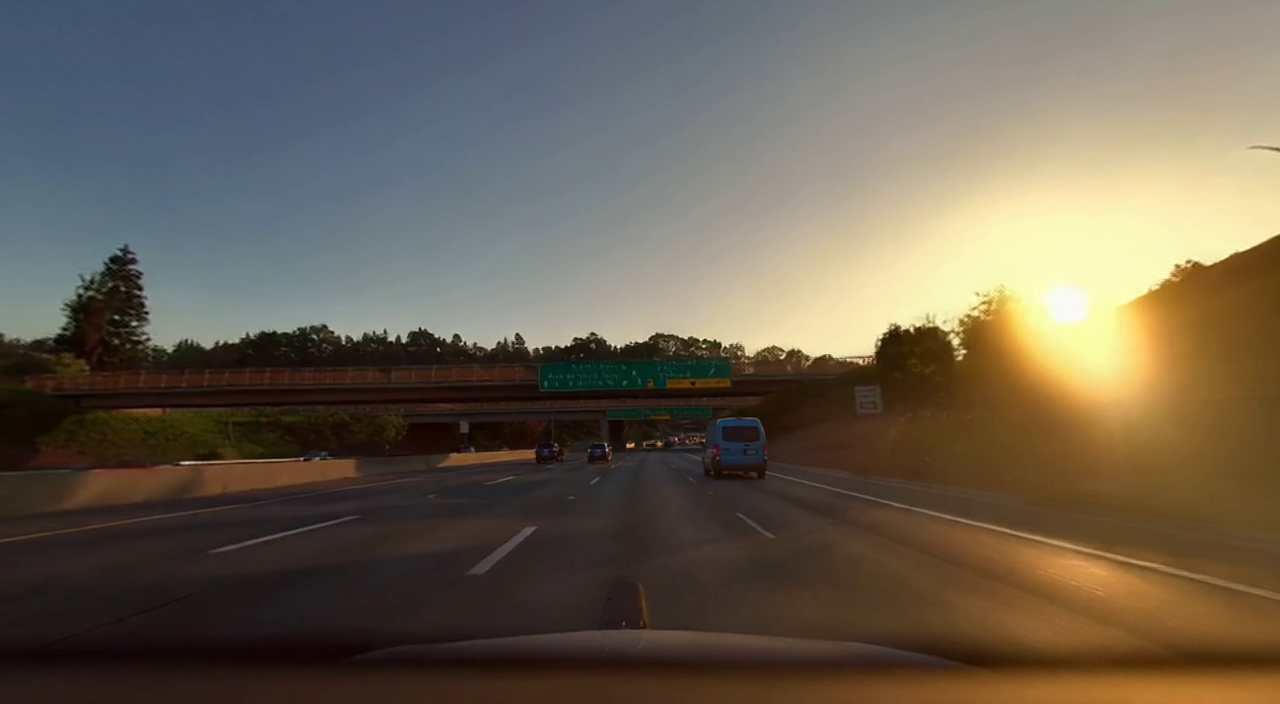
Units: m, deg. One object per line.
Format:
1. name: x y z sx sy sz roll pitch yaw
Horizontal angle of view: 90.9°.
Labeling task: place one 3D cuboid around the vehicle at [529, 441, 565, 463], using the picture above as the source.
1. vehicle: -7.246 7.873 49.695 2.068 1.632 4.623 -1 -8 1

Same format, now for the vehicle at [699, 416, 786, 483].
1. vehicle: 3.767 3.739 24.323 2.347 2.234 5.352 0 -8 -1

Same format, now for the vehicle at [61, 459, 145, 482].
1. vehicle: -37.820 8.335 44.581 1.866 1.477 4.659 0 -8 0

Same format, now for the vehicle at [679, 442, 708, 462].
1. vehicle: 4.200 7.889 49.779 1.883 1.456 4.044 0 -8 -1
